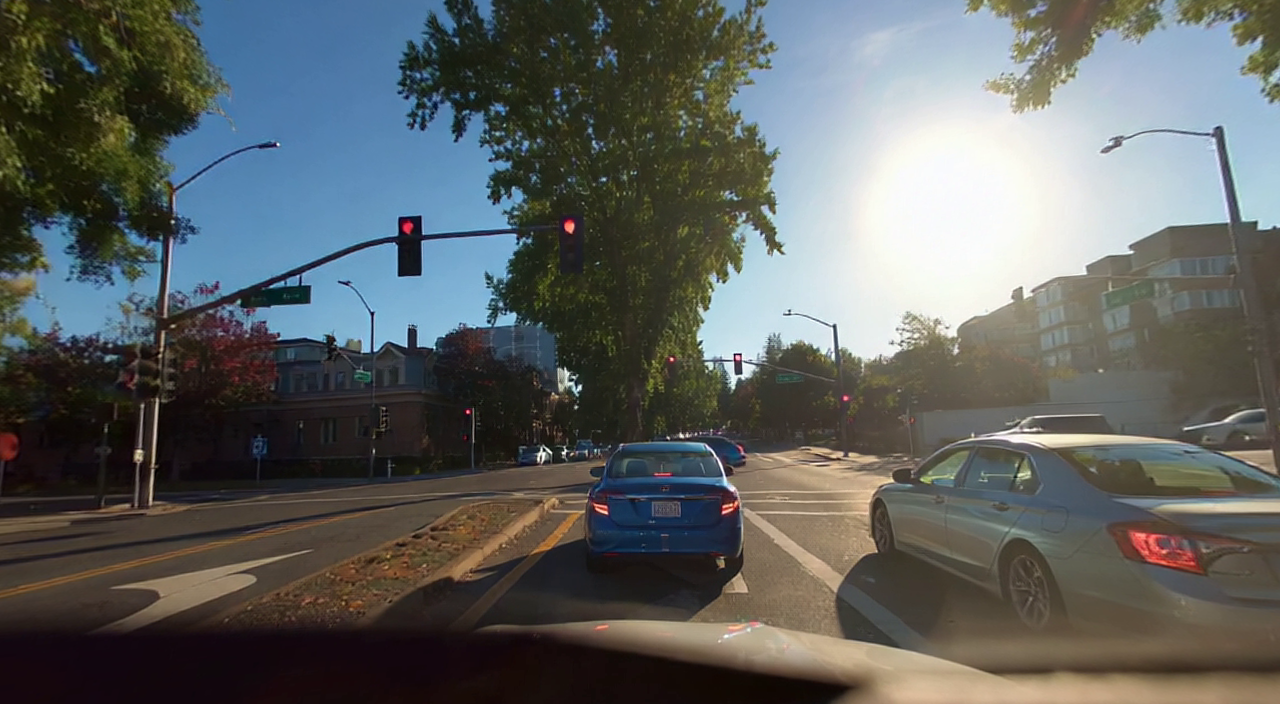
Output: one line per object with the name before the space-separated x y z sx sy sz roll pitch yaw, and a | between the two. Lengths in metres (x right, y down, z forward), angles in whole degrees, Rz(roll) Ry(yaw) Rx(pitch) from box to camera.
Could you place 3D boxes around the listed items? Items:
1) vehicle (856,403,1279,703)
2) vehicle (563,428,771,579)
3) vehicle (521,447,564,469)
vehicle | 3.658 1.340 5.441 1.888 1.486 4.681 0 -9 -1
vehicle | 0.305 1.819 8.319 2.090 1.505 3.756 -1 -9 1
vehicle | -6.921 7.583 45.302 2.093 1.476 4.278 -1 -9 4
